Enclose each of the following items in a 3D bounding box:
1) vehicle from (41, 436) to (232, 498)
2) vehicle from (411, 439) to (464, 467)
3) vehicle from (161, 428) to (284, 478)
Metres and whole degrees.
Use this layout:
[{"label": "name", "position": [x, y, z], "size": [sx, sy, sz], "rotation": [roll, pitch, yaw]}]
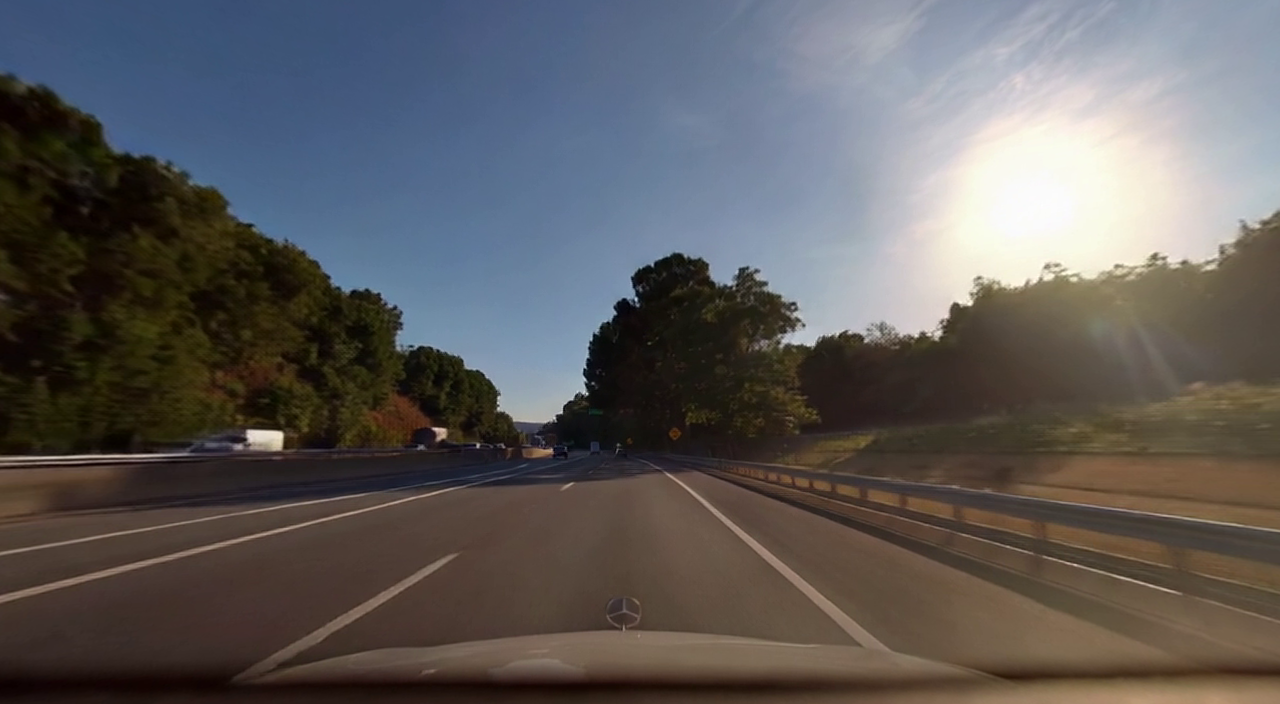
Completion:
[{"label": "vehicle", "position": [-14.034, 3.220, 17.965], "size": [1.846, 1.517, 4.301], "rotation": [-1, -9, 0]}, {"label": "vehicle", "position": [-13.869, 6.966, 43.434], "size": [2.107, 1.790, 4.620], "rotation": [0, -9, 0]}, {"label": "vehicle", "position": [-18.442, 4.494, 28.196], "size": [2.145, 2.042, 4.848], "rotation": [0, -9, 0]}]
